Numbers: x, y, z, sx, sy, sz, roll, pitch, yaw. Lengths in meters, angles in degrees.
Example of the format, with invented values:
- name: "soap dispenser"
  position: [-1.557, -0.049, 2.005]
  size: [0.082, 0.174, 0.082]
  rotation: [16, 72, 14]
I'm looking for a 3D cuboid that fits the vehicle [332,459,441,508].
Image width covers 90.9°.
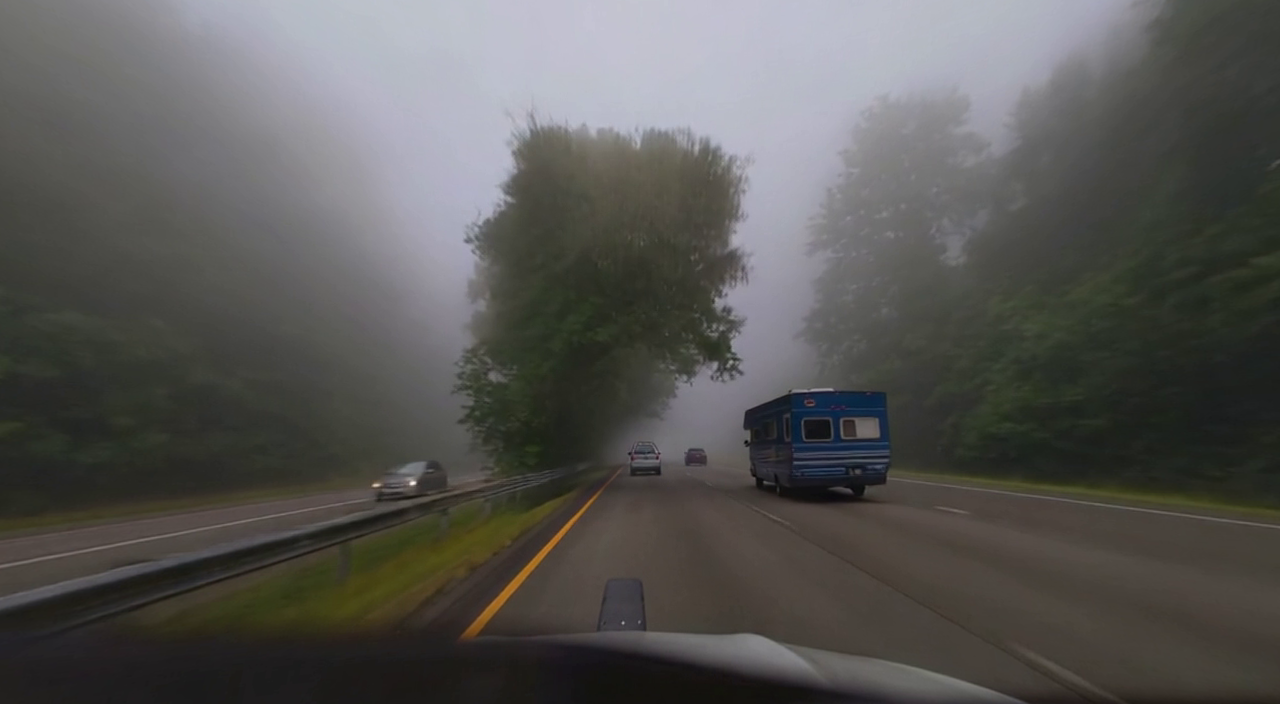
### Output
- name: "vehicle"
  position: [-8.682, 4.510, 22.080]
  size: [2.069, 1.468, 4.368]
  rotation: [0, -9, -1]

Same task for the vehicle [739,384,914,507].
- name: "vehicle"
  position: [4.859, 2.699, 18.124]
  size: [2.745, 2.832, 7.035]
  rotation: [0, -9, -1]

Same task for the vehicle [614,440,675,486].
- name: "vehicle"
  position: [0.117, 4.207, 24.117]
  size: [2.120, 1.575, 4.018]
  rotation: [0, -9, -1]

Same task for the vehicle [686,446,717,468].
- name: "vehicle"
  position: [4.253, 7.271, 43.785]
  size: [1.757, 1.459, 3.398]
  rotation: [0, -9, -1]
